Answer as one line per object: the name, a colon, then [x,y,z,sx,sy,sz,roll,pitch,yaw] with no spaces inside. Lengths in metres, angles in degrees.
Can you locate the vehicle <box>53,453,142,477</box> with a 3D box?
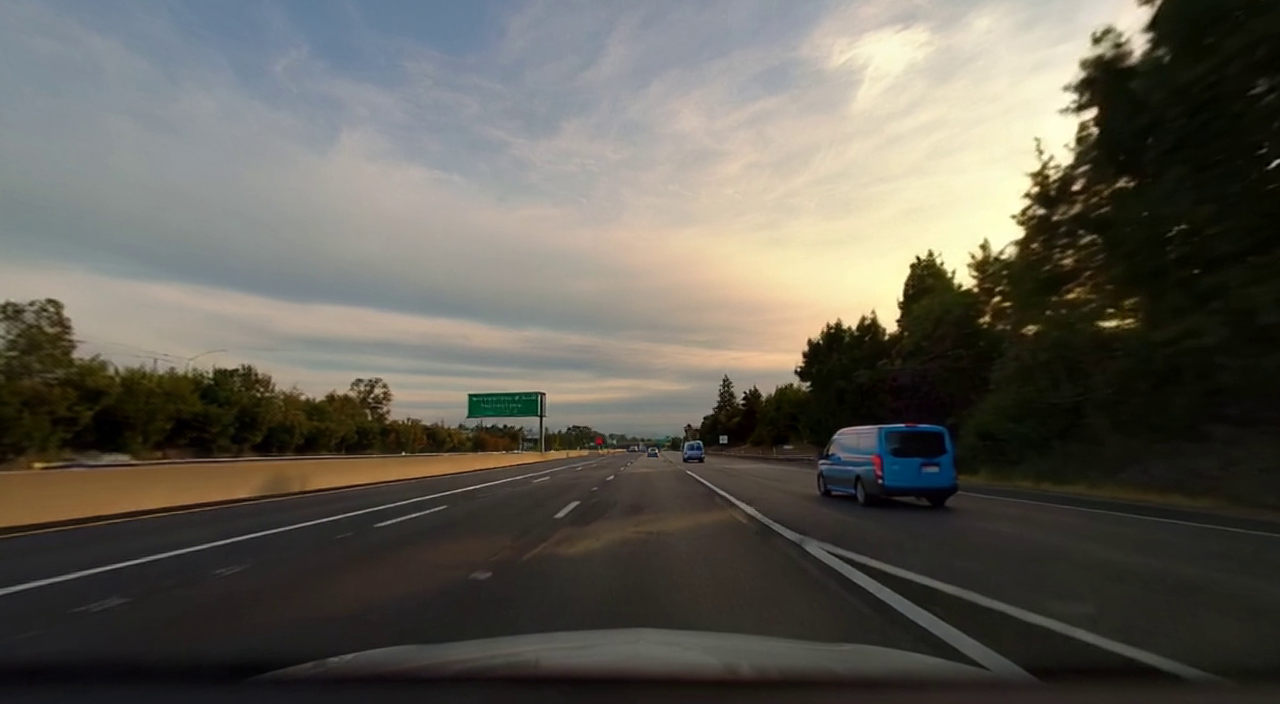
vehicle: [-34.474,7.176,40.224,1.603,1.342,4.588,0,-9,0]

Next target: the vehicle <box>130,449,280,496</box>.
vehicle: [-15.156,4.188,22.355,1.903,1.486,4.666,0,-9,1]

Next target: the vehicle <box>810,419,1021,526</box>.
vehicle: [5.316,2.381,12.984,1.971,1.795,4.389,1,-9,-6]
